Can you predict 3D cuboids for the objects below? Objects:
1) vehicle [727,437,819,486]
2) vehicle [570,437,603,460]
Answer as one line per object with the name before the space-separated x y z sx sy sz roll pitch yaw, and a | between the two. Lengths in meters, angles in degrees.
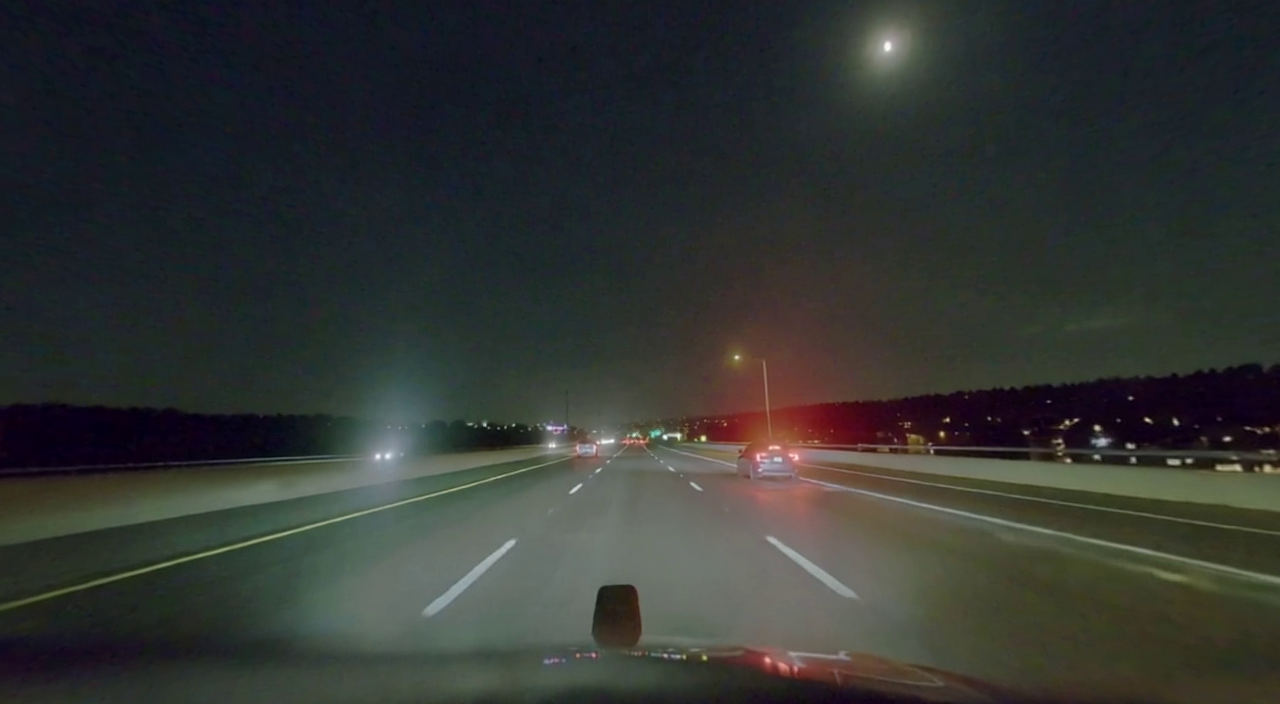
vehicle | 4.411 3.697 21.645 2.060 1.485 4.274 0 -9 -2
vehicle | -3.919 7.208 47.132 2.048 1.618 4.424 0 -9 0
